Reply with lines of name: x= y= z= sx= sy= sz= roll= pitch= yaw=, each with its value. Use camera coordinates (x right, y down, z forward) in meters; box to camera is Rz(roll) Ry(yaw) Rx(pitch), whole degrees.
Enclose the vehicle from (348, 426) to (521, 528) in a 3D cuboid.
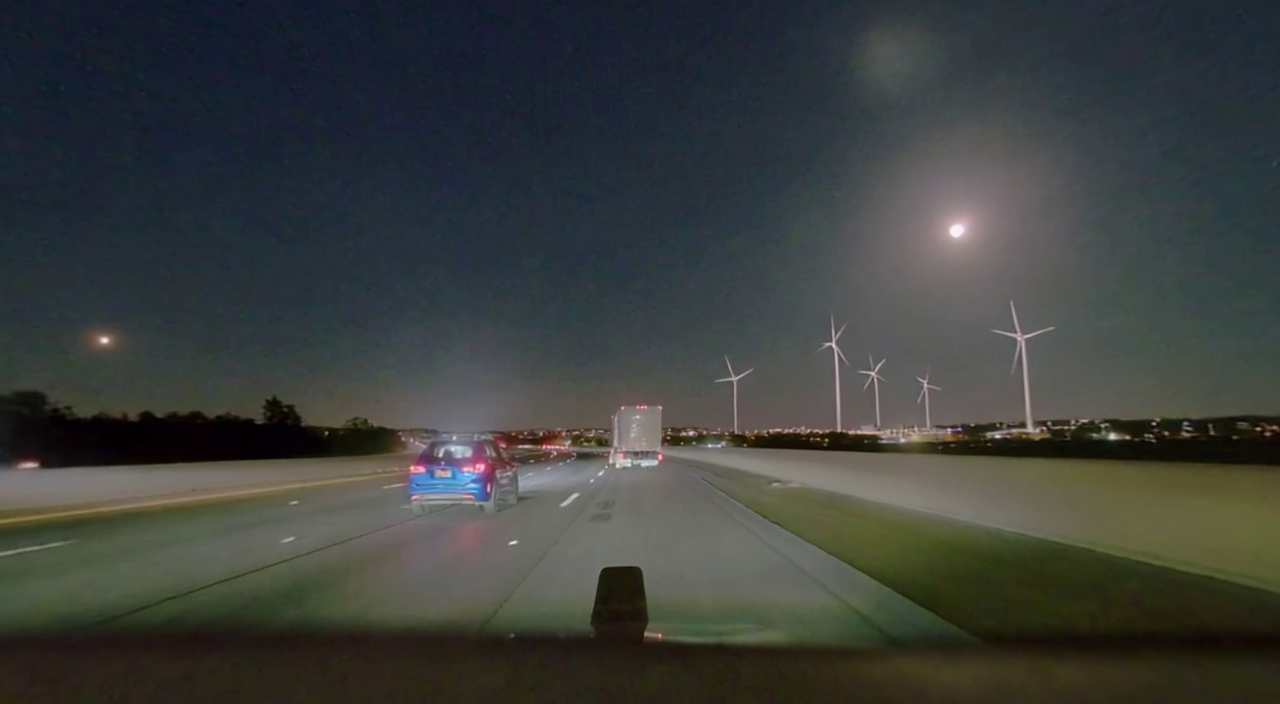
vehicle: x=-3.787 y=2.354 z=12.391 sx=2.109 sy=1.684 sz=3.783 roll=0 pitch=-8 yaw=0
